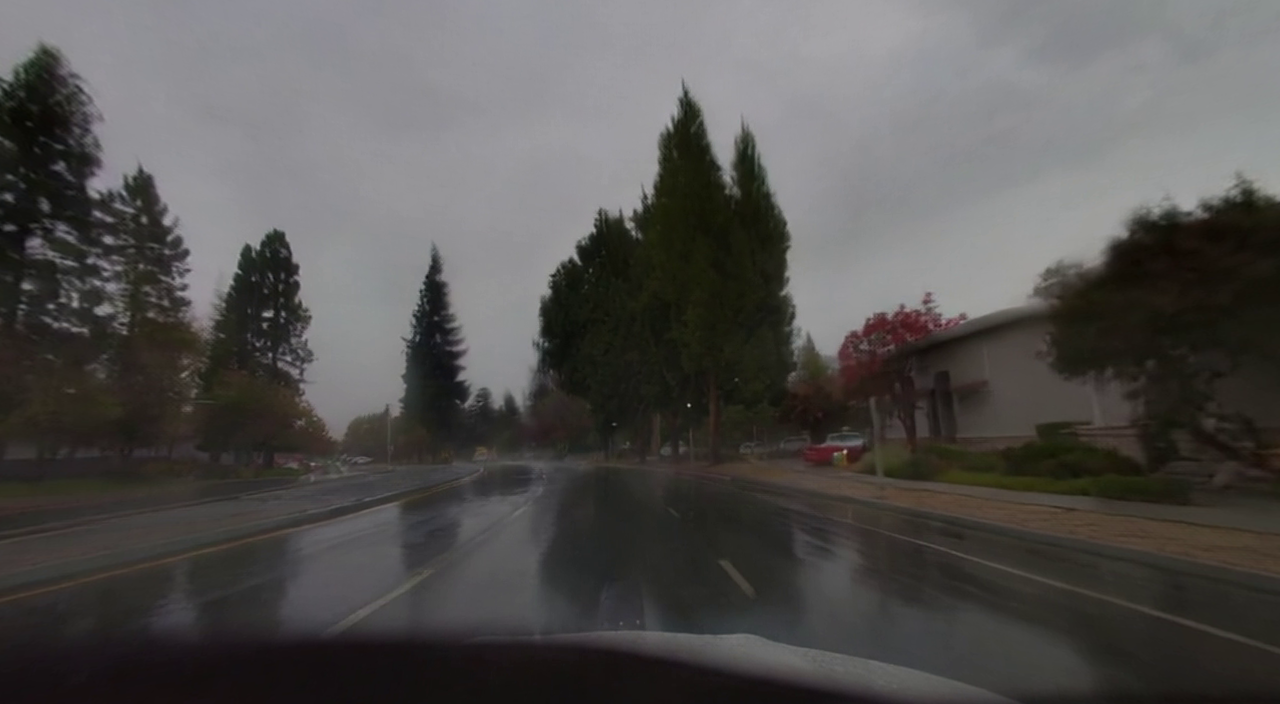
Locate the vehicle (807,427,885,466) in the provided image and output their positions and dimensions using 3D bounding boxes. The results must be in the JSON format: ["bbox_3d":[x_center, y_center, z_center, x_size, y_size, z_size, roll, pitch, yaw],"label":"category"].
[{"bbox_3d":[11.307,5.166,34.467,2.110,1.863,4.977,-10,-13,39],"label":"vehicle"}]
